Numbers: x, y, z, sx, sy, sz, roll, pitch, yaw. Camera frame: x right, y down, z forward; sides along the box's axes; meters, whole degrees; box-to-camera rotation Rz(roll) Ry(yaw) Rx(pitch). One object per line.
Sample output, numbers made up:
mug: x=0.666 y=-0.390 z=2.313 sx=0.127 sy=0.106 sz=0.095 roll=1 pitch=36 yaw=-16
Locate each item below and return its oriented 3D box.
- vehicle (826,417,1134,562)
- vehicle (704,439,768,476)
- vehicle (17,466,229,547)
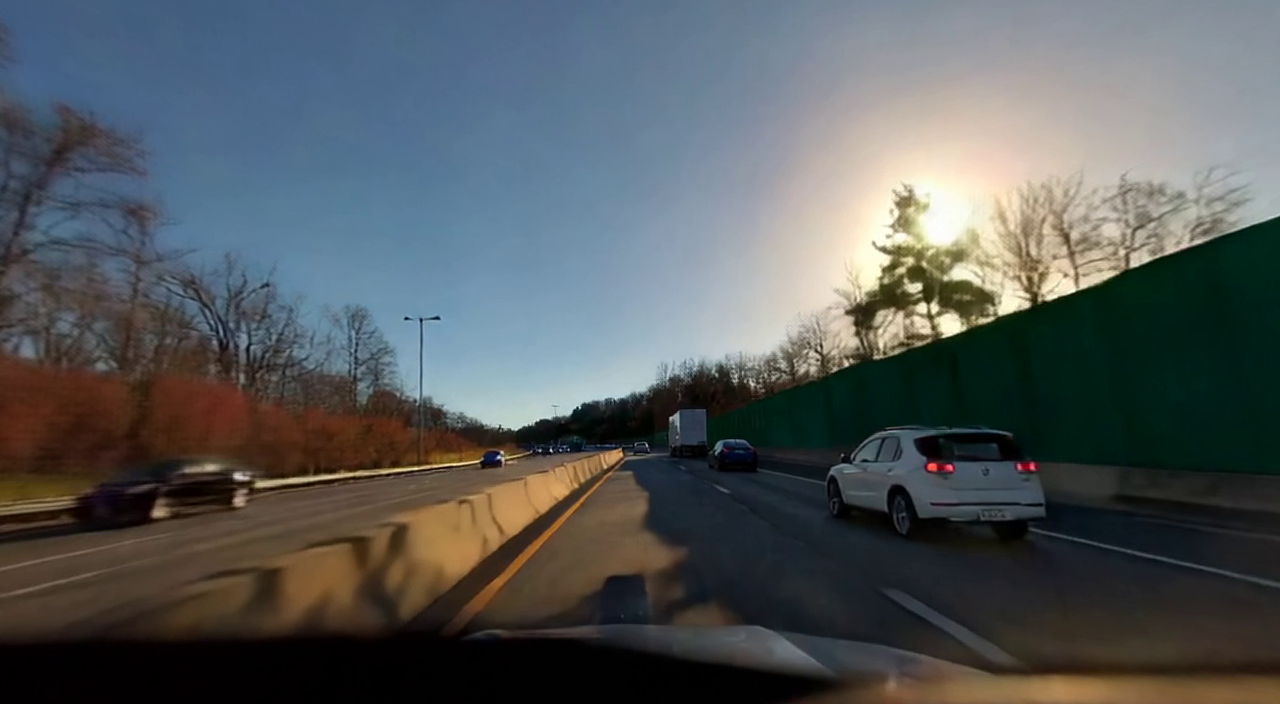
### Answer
vehicle: x=4.282 y=1.773 z=8.854 sx=1.940 sy=1.539 sz=4.005 roll=1 pitch=-8 yaw=-2
vehicle: x=4.099 y=4.560 z=27.613 sx=2.000 sy=1.473 sz=4.440 roll=0 pitch=-8 yaw=-2
vehicle: x=-11.803 y=3.501 z=14.811 sx=1.822 sy=1.462 sz=3.905 roll=1 pitch=-8 yaw=-4
